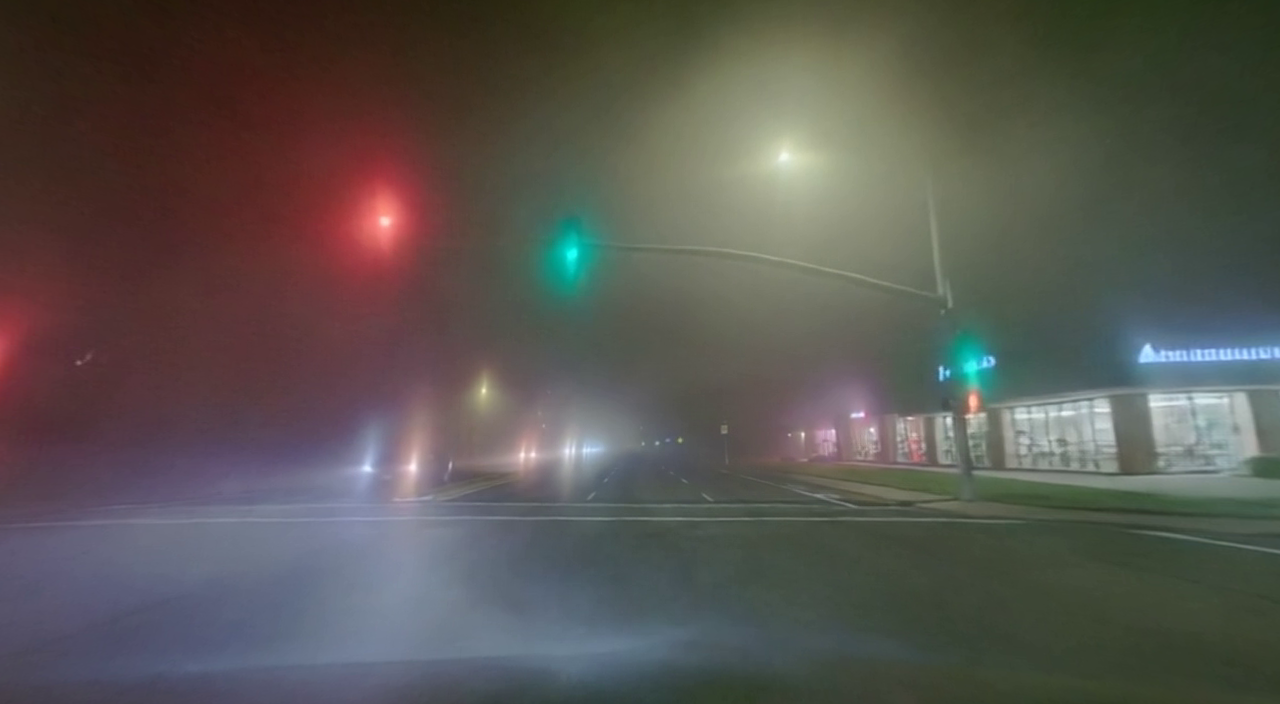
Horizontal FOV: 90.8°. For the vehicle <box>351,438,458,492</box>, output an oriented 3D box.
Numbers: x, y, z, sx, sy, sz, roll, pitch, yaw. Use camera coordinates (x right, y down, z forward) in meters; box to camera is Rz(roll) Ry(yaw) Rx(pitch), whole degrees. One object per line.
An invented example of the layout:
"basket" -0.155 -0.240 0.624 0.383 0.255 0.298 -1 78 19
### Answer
"vehicle" -7.731 3.807 21.260 2.011 1.490 4.472 -3 -10 -2
